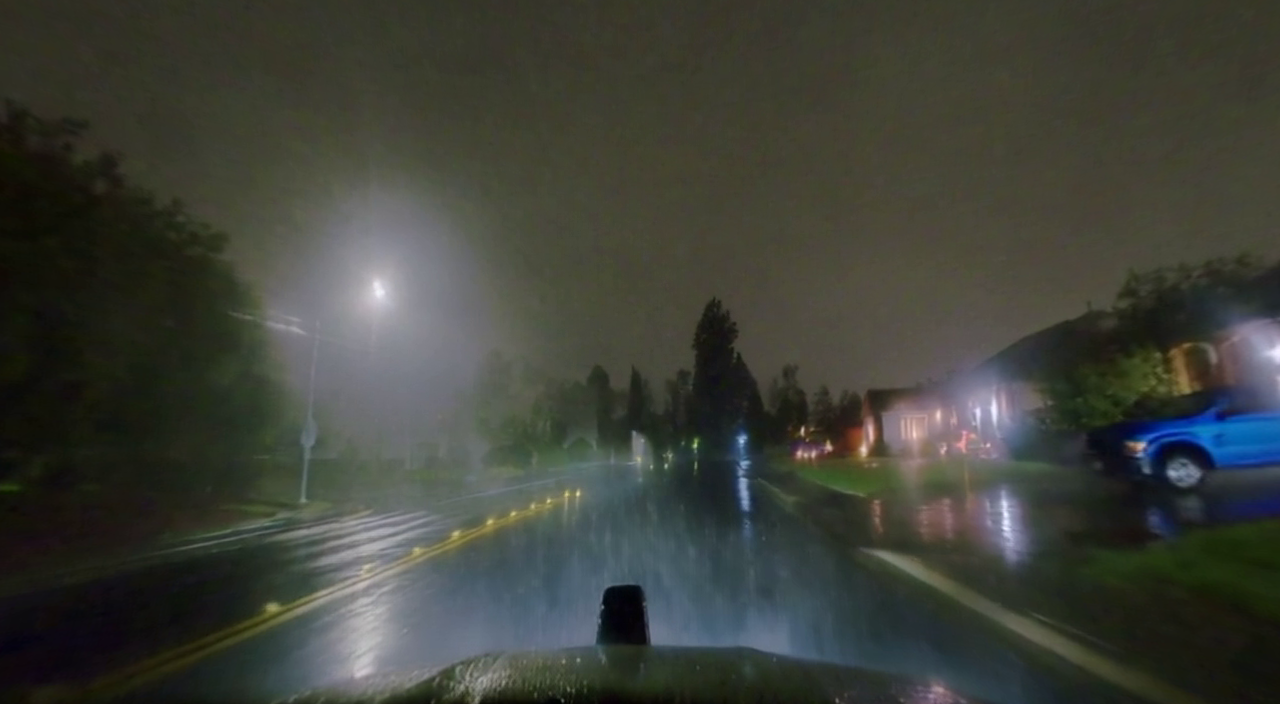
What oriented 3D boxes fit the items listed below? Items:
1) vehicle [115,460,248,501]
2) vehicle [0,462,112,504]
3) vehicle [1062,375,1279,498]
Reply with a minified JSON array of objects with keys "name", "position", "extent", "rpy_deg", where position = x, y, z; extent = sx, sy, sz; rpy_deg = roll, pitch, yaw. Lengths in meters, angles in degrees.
[{"name":"vehicle","position":[-19.106,5.354,26.373],"extent":[4.270,1.481,1.972],"rpy_deg":[-4,-9,9]},{"name":"vehicle","position":[-25.897,5.655,27.154],"extent":[4.751,1.489,2.052],"rpy_deg":[-4,-8,7]},{"name":"vehicle","position":[11.362,1.343,11.326],"extent":[5.704,1.788,2.095],"rpy_deg":[-7,-8,8]}]
